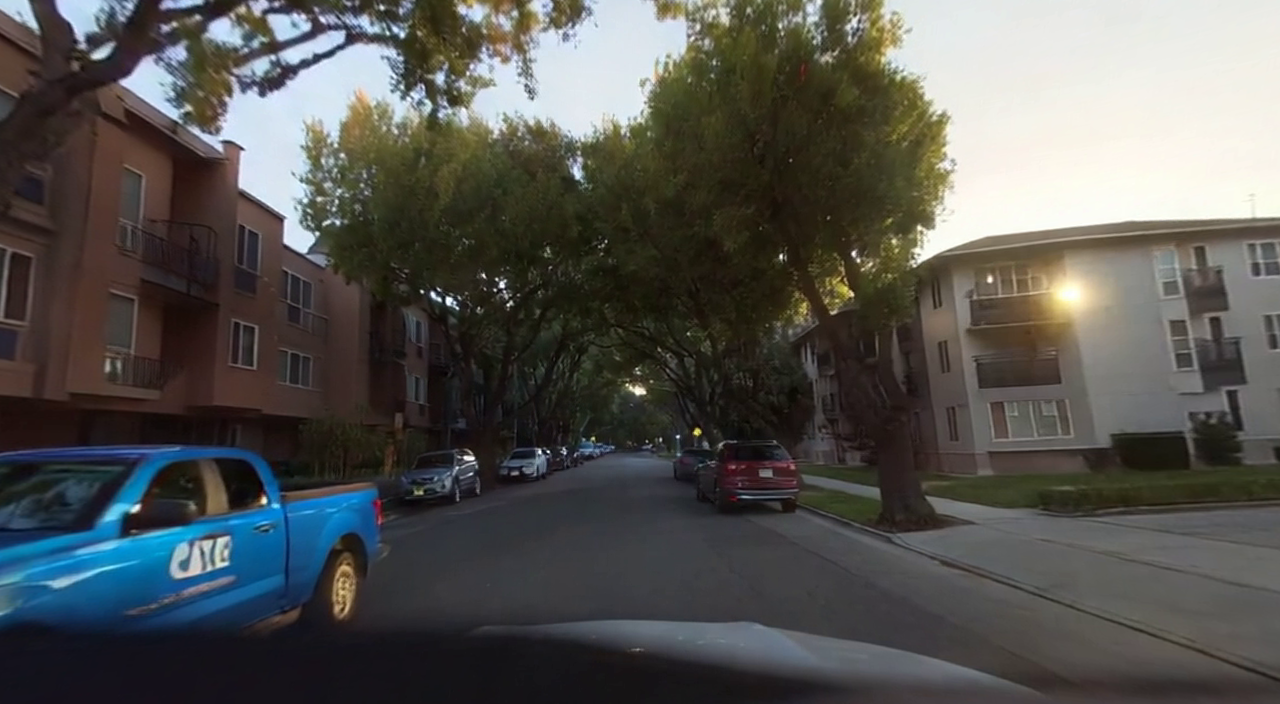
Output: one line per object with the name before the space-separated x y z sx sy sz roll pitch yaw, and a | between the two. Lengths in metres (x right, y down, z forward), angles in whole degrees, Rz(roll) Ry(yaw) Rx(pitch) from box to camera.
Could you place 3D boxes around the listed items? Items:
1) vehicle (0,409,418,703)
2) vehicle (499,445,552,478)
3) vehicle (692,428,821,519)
vehicle | -3.148 1.180 3.657 1.966 1.515 4.394 0 -8 2
vehicle | -6.115 5.870 34.138 1.959 1.490 4.361 0 -7 1
vehicle | 2.324 2.540 13.731 1.878 1.664 4.033 0 -8 -2
